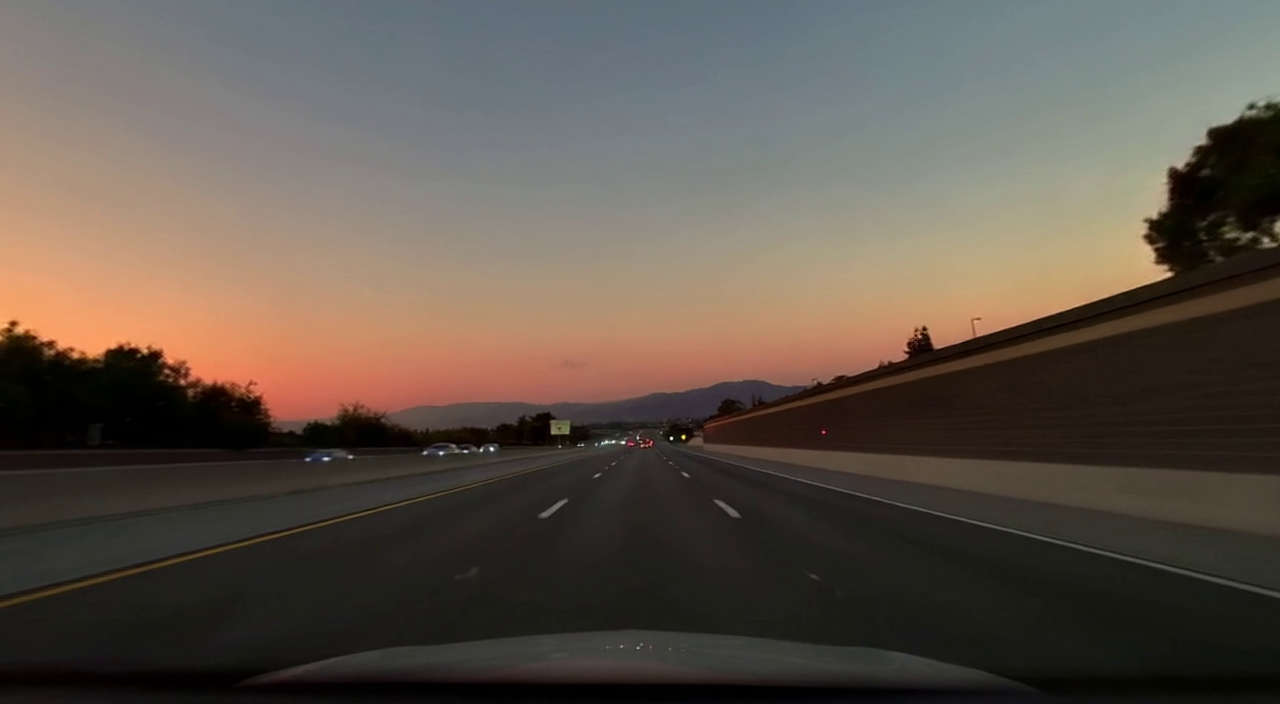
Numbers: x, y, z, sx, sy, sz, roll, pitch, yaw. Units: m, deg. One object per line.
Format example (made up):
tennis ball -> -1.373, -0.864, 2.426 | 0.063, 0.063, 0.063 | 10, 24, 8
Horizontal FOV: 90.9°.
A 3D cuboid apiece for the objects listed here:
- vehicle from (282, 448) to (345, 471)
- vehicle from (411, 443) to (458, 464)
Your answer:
vehicle -> -22.911, 7.542, 44.507 | 1.940, 1.482, 4.652 | 0, -8, 1
vehicle -> -15.591, 7.718, 48.100 | 2.003, 1.470, 4.450 | 0, -8, 1
